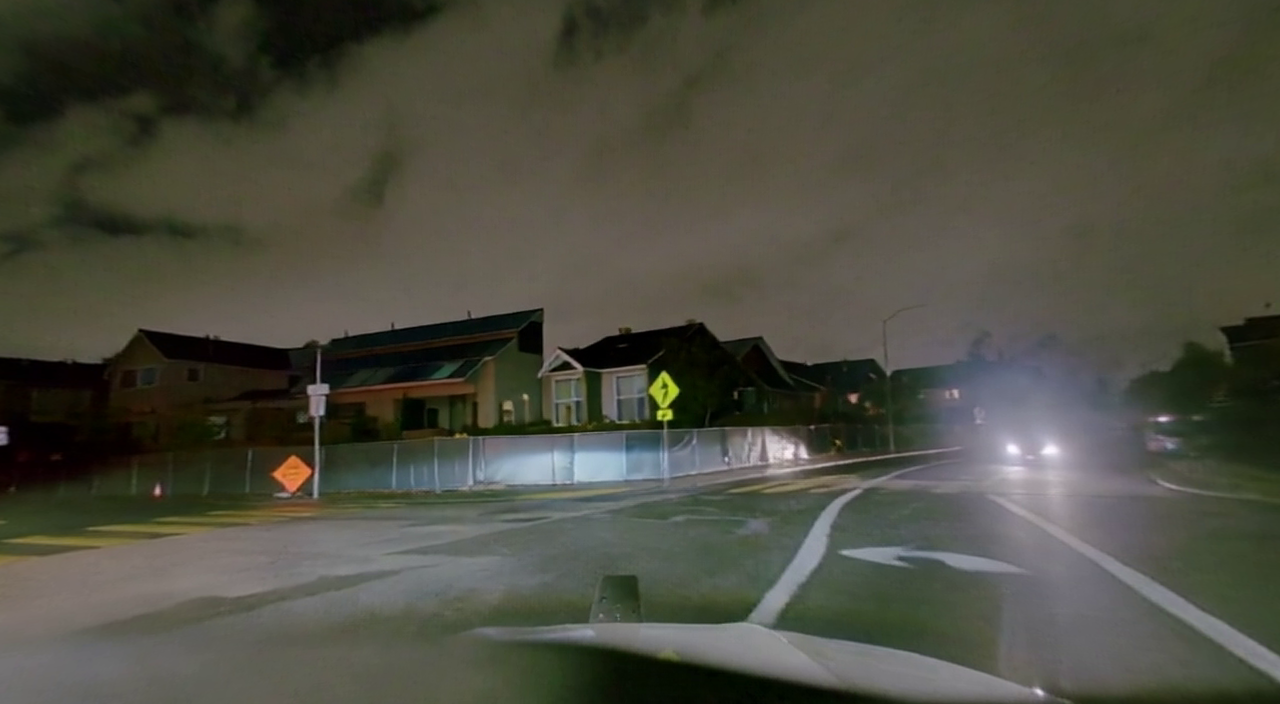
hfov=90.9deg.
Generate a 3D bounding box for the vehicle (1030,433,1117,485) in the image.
[{"bbox_3d":[13.693,3.347,20.037,1.966,1.455,4.075,-5,-9,33],"label":"vehicle"}]
